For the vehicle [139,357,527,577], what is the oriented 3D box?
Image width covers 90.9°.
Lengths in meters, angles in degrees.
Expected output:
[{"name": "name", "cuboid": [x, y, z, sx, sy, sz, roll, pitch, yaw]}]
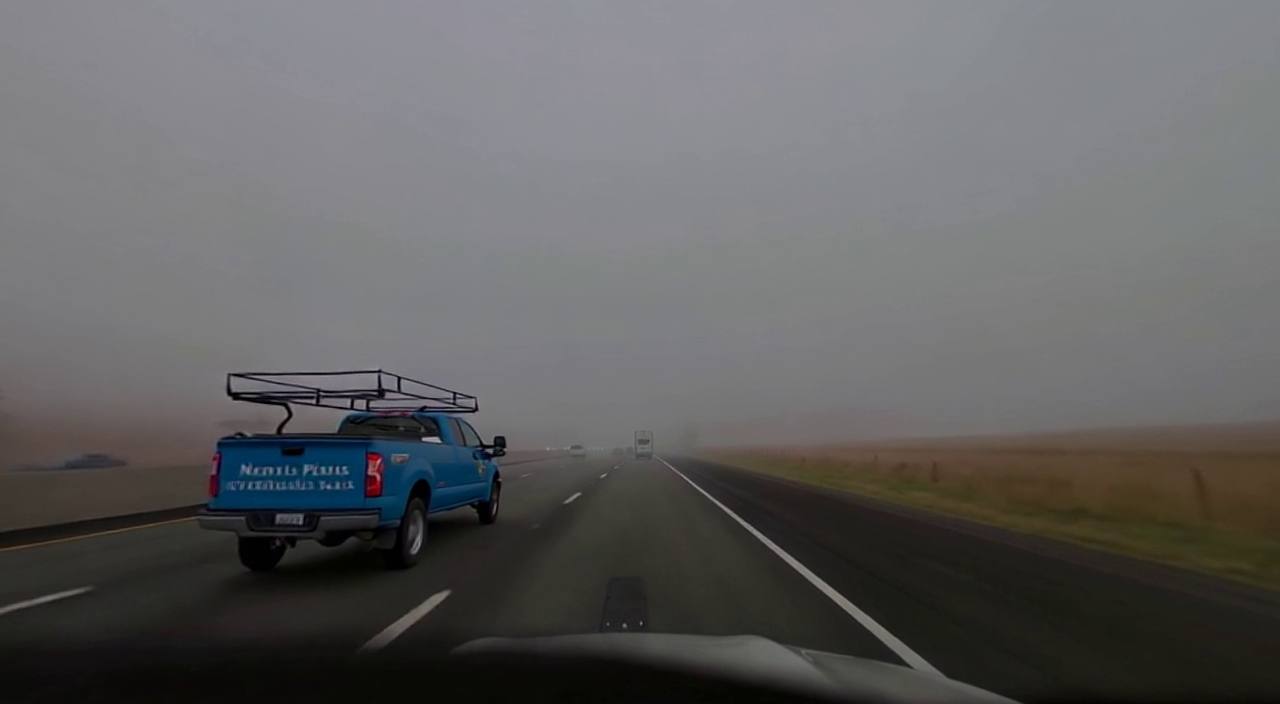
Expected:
[{"name": "vehicle", "cuboid": [-3.877, 1.697, 10.160, 2.791, 2.330, 6.725, 0, -8, 1]}]
